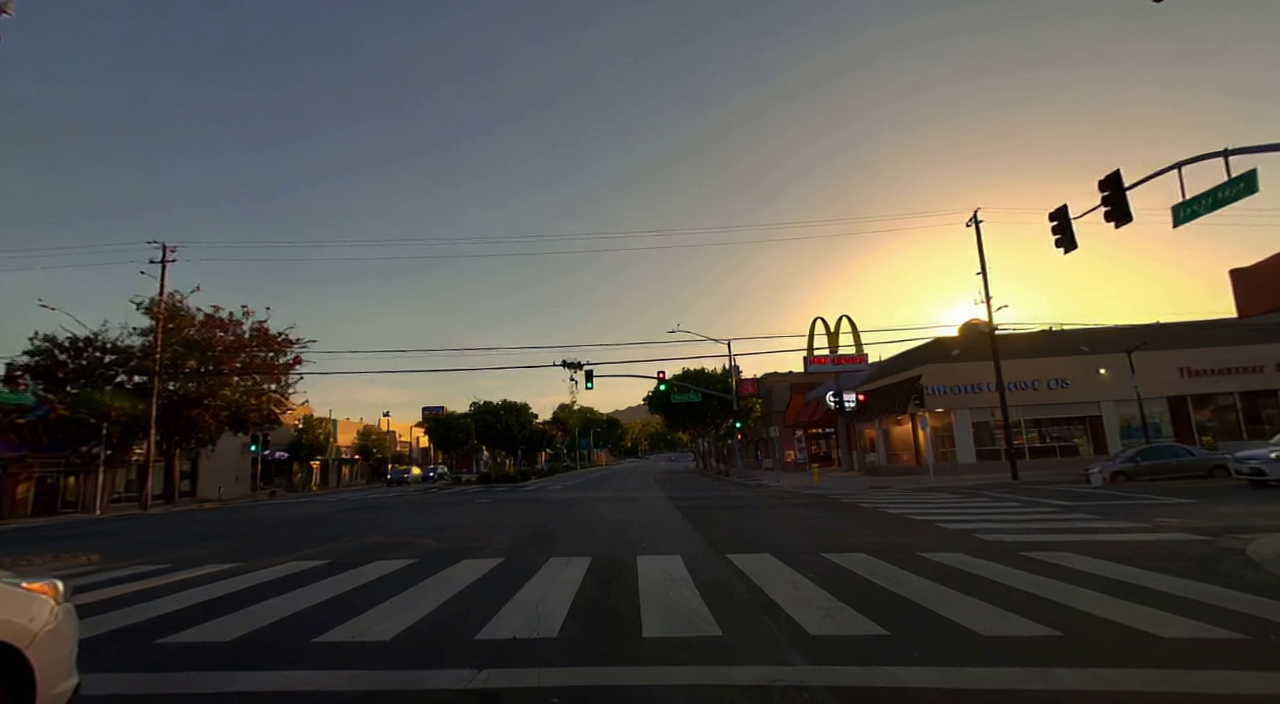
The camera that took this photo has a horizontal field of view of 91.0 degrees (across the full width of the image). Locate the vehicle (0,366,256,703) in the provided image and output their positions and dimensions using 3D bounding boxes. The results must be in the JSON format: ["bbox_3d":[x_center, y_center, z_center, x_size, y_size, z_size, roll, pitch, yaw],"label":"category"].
[{"bbox_3d":[-3.413,0.747,1.413,2.081,1.644,4.523,0,-9,2],"label":"vehicle"}]

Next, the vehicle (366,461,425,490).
[{"bbox_3d":[-19.216,9.703,49.785,2.227,2.033,5.614,0,-9,2],"label":"vehicle"}]

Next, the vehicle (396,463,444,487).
[{"bbox_3d":[-15.755,8.833,45.406,1.931,1.471,4.152,0,-9,0],"label":"vehicle"}]
